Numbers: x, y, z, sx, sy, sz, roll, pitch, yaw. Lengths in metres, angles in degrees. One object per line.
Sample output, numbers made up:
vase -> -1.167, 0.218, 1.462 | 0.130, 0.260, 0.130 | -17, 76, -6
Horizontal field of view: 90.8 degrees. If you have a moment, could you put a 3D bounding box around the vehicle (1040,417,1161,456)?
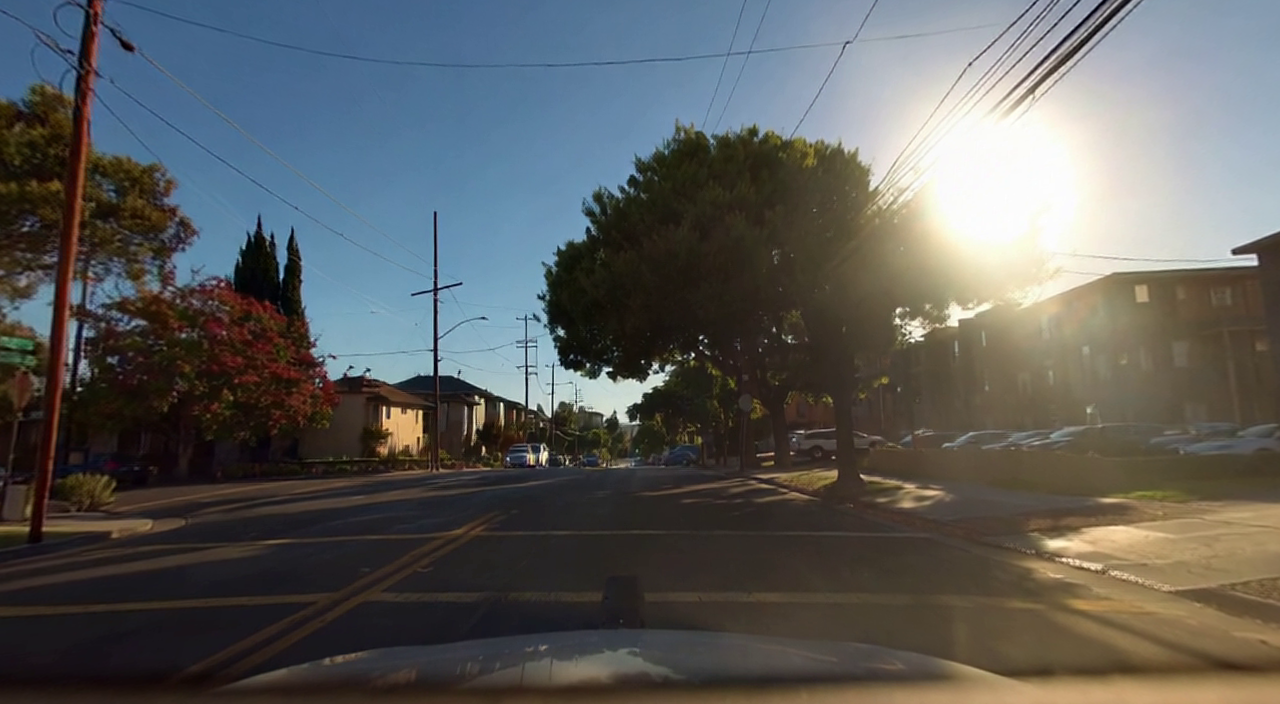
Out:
vehicle -> 22.112, 4.034, 30.556 | 4.320, 1.673, 1.957 | -2, -5, 23

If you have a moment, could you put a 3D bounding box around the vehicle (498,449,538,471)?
vehicle -> -8.551, 7.598, 44.727 | 2.066, 1.472, 4.353 | 0, -8, -1

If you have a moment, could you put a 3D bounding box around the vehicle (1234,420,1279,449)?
vehicle -> 33.075, 4.300, 32.871 | 3.433, 1.389, 1.683 | 3, -9, -22

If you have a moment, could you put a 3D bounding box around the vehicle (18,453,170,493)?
vehicle -> -22.311, 4.944, 25.965 | 4.424, 1.486, 1.814 | 0, -8, -2

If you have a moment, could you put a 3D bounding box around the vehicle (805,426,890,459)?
vehicle -> 11.227, 4.872, 34.109 | 4.509, 1.664, 1.981 | 6, -10, -35

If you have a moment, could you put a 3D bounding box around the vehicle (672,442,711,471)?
vehicle -> 3.247, 6.711, 40.682 | 1.993, 1.755, 4.256 | 0, -8, -2

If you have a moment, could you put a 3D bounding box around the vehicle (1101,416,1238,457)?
vehicle -> 22.391, 3.620, 26.816 | 4.002, 1.505, 2.061 | -1, -10, -5
